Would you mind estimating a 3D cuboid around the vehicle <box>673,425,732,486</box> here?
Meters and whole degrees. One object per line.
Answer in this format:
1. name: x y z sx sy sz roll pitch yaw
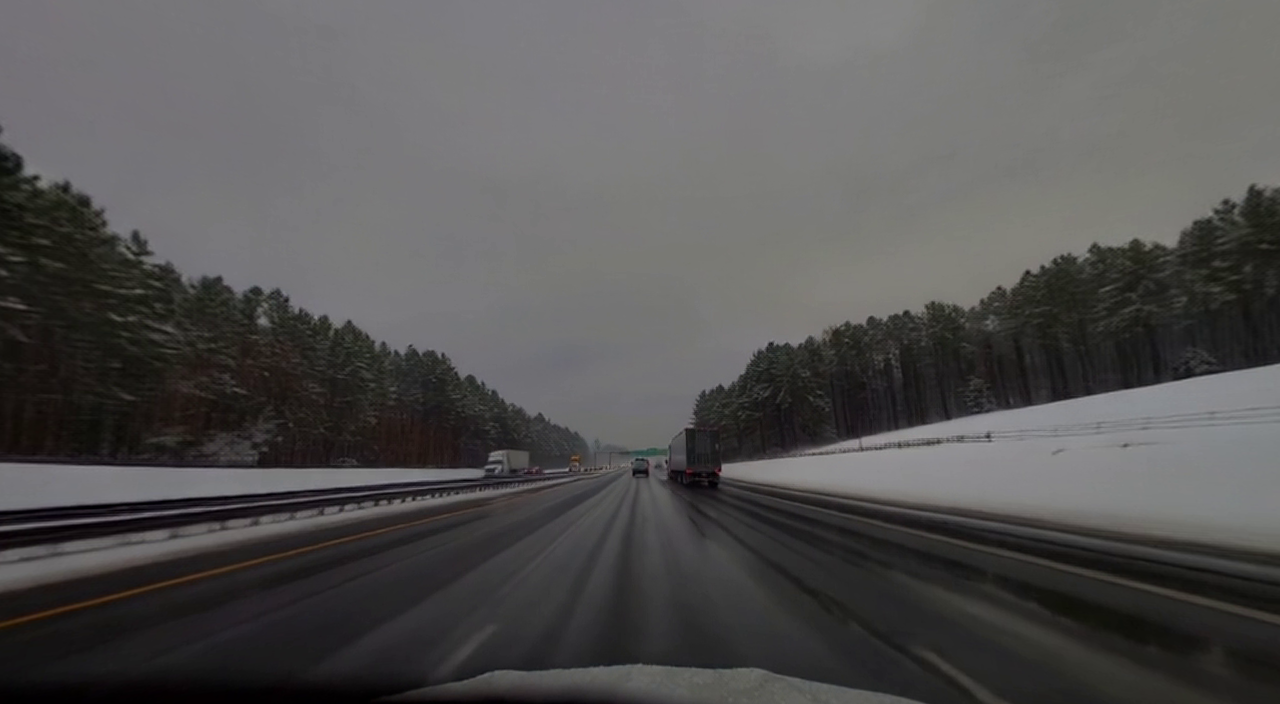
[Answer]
1. vehicle: 4.527 8.147 48.906 3.139 3.999 13.840 1 -10 0
